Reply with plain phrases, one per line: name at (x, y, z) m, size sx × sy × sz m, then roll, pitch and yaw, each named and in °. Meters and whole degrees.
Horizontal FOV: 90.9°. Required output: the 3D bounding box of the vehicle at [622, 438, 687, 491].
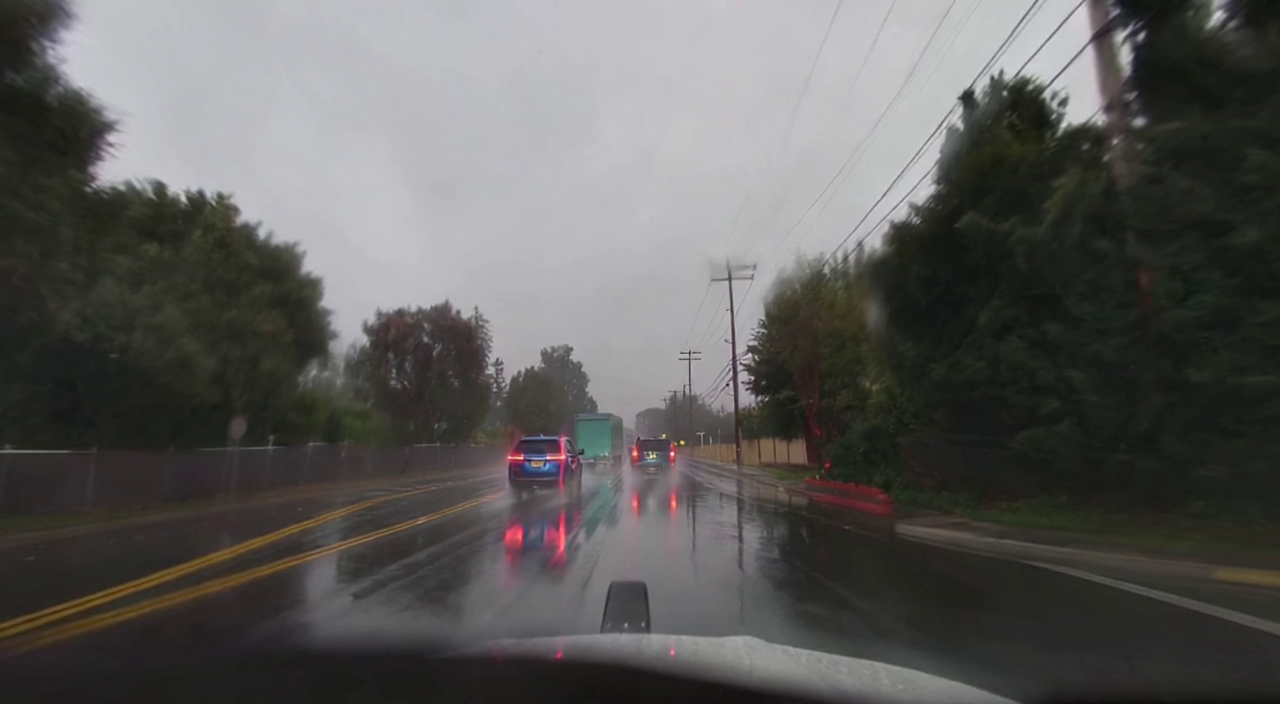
vehicle at (0.509, 4.109, 23.289) m, size 2.174 × 1.749 × 4.113 m, roll 0°, pitch -9°, yaw 0°

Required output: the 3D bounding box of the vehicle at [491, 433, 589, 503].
vehicle at (-2.873, 3.463, 19.155) m, size 2.093 × 1.832 × 4.508 m, roll 0°, pitch -9°, yaw 2°

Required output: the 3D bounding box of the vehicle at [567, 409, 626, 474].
vehicle at (-2.567, 5.868, 40.825) m, size 2.928 × 3.658 × 10.953 m, roll 0°, pitch -9°, yaw 1°
